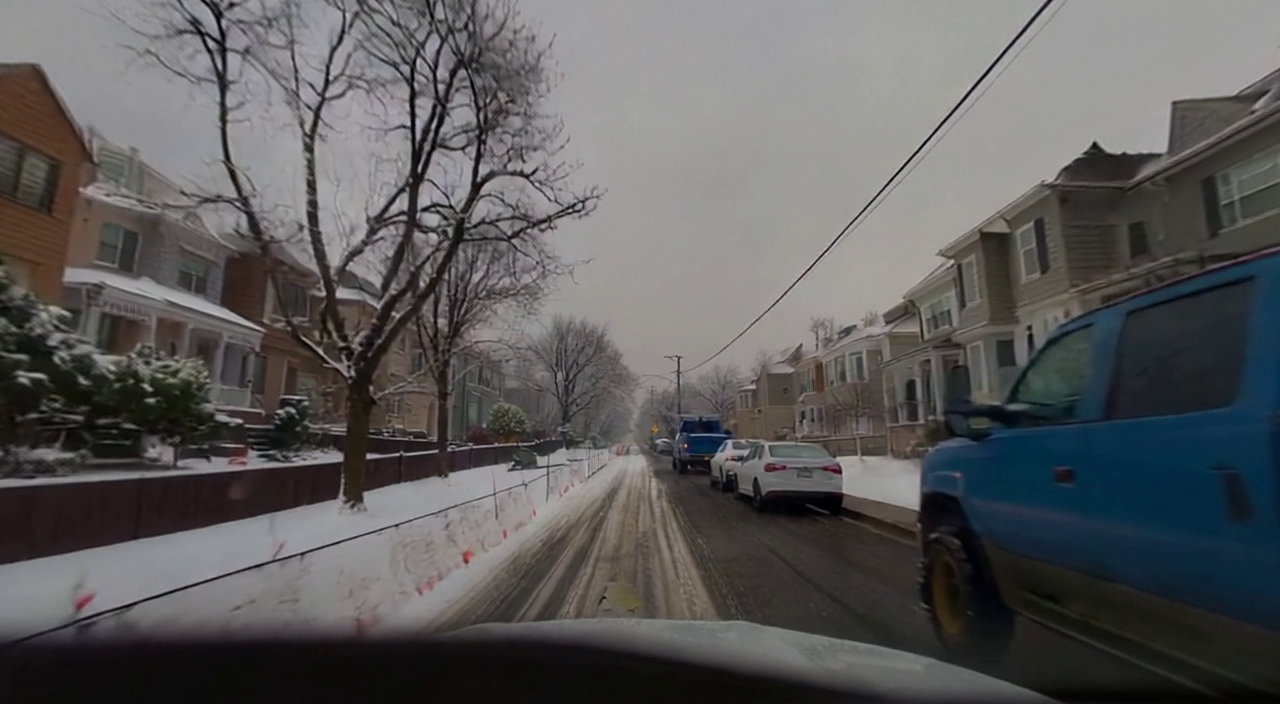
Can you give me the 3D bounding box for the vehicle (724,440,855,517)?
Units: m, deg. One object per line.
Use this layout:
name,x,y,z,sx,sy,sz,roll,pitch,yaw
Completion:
vehicle,3.143,2.720,14.163,1.805,1.436,4.201,0,-8,-1

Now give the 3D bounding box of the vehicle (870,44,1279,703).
vehicle,3.201,0.404,2.056,2.483,2.644,5.972,0,-8,-1
